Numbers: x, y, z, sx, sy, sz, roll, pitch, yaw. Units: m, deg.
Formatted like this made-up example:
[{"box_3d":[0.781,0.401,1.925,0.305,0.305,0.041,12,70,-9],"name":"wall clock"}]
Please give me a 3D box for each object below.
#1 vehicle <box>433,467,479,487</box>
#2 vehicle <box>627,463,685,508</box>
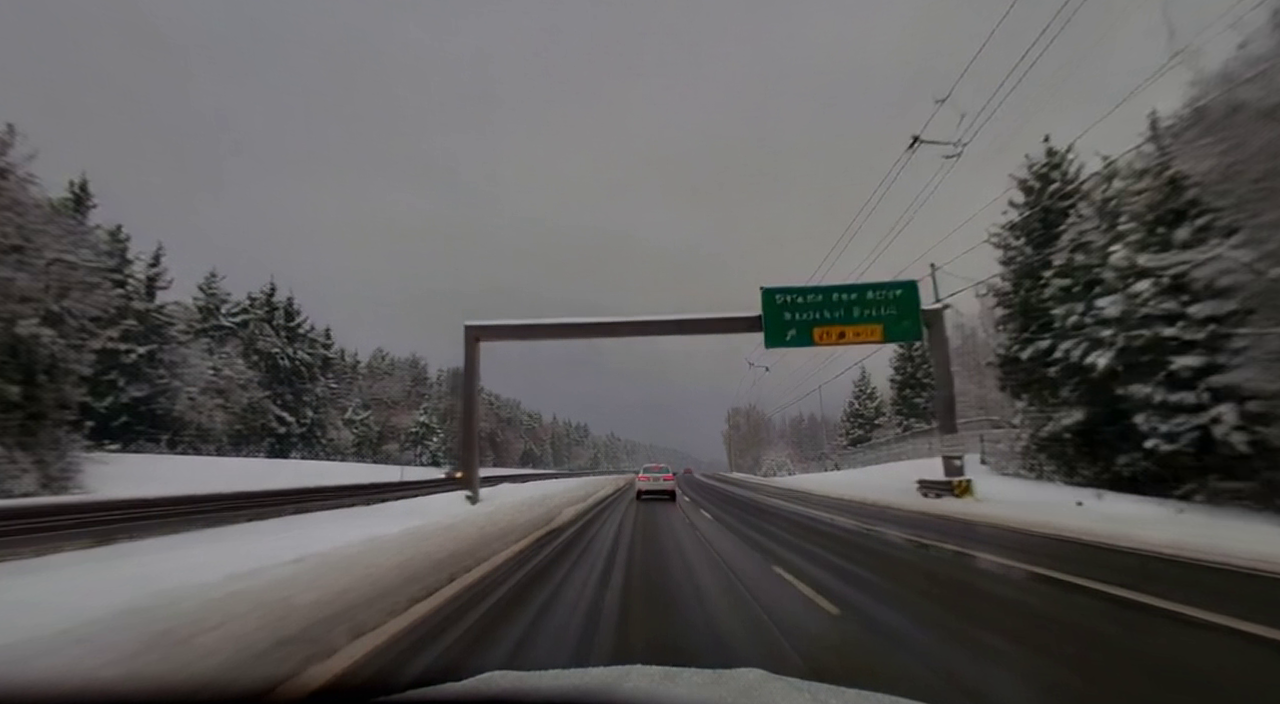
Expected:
[{"box_3d":[-14.267,9.729,49.144,1.980,1.476,4.619,0,-10,3],"name":"vehicle"},{"box_3d":[0.560,4.917,23.519,1.987,1.480,3.786,1,-10,0],"name":"vehicle"}]
